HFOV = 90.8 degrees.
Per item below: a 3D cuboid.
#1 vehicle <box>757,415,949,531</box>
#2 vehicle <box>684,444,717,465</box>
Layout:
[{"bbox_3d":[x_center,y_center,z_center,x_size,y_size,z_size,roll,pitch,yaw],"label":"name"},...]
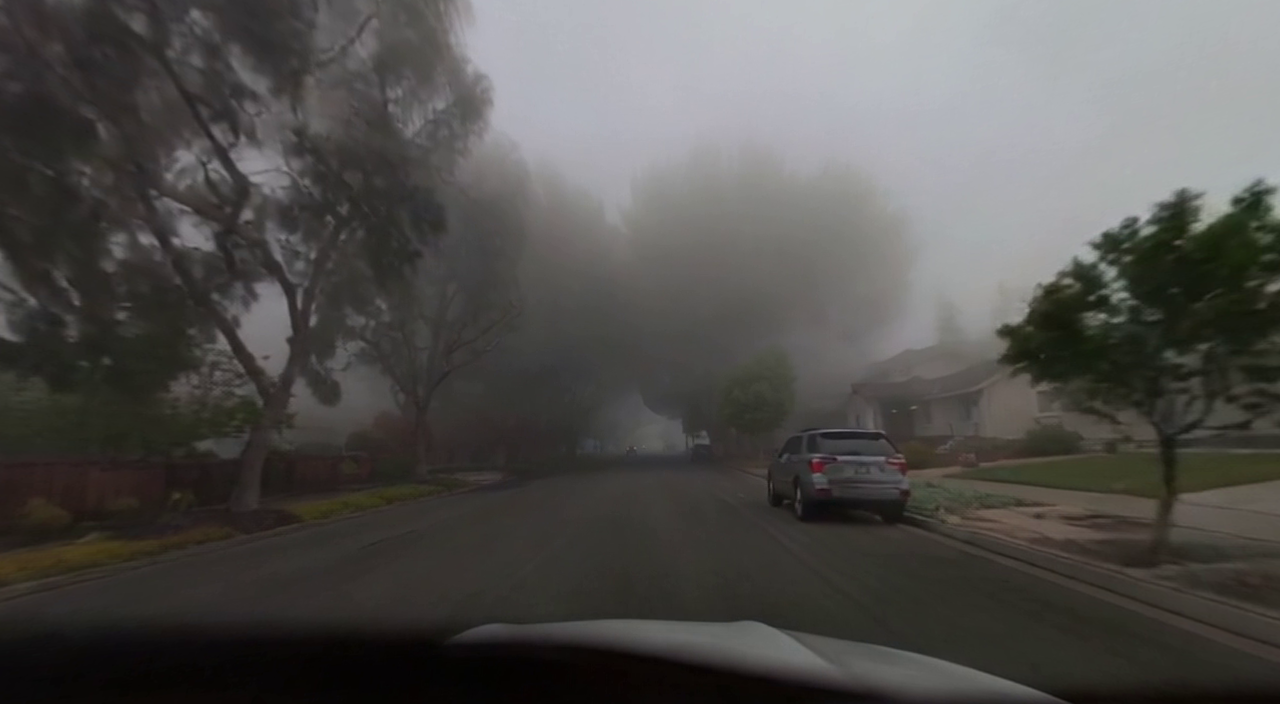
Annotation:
[{"bbox_3d":[3.641,2.172,11.859,2.055,1.738,4.448,0,-9,0],"label":"vehicle"},{"bbox_3d":[4.395,7.519,46.557,2.013,1.473,4.329,0,-9,0],"label":"vehicle"}]
